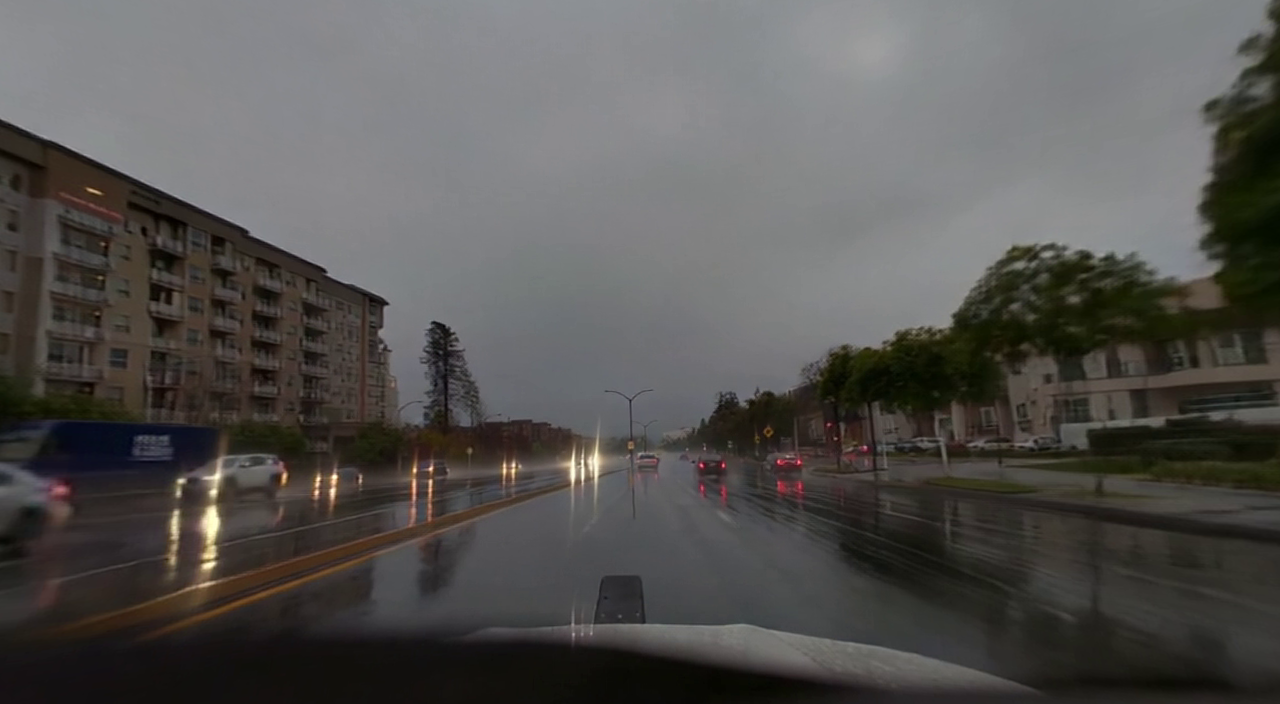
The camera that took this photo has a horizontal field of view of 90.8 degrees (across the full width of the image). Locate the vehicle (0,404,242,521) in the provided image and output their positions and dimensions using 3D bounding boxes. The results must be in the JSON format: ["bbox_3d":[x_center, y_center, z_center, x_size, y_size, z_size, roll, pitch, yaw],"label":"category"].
[{"bbox_3d":[-18.244,3.730,21.978,2.785,3.210,8.792,-1,-9,2],"label":"vehicle"}]

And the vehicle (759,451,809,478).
[{"bbox_3d":[8.227,6.455,36.489,1.932,1.439,4.159,0,-9,0],"label":"vehicle"}]

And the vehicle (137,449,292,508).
[{"bbox_3d":[-14.611,4.327,22.119,2.024,1.798,4.588,-1,-9,3],"label":"vehicle"}]

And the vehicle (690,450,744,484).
[{"bbox_3d":[3.664,5.541,30.774,2.020,1.479,4.650,0,-9,0],"label":"vehicle"}]

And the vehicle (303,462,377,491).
[{"bbox_3d":[-17.403,7.229,36.906,1.804,1.421,4.659,-1,-9,3],"label":"vehicle"}]
